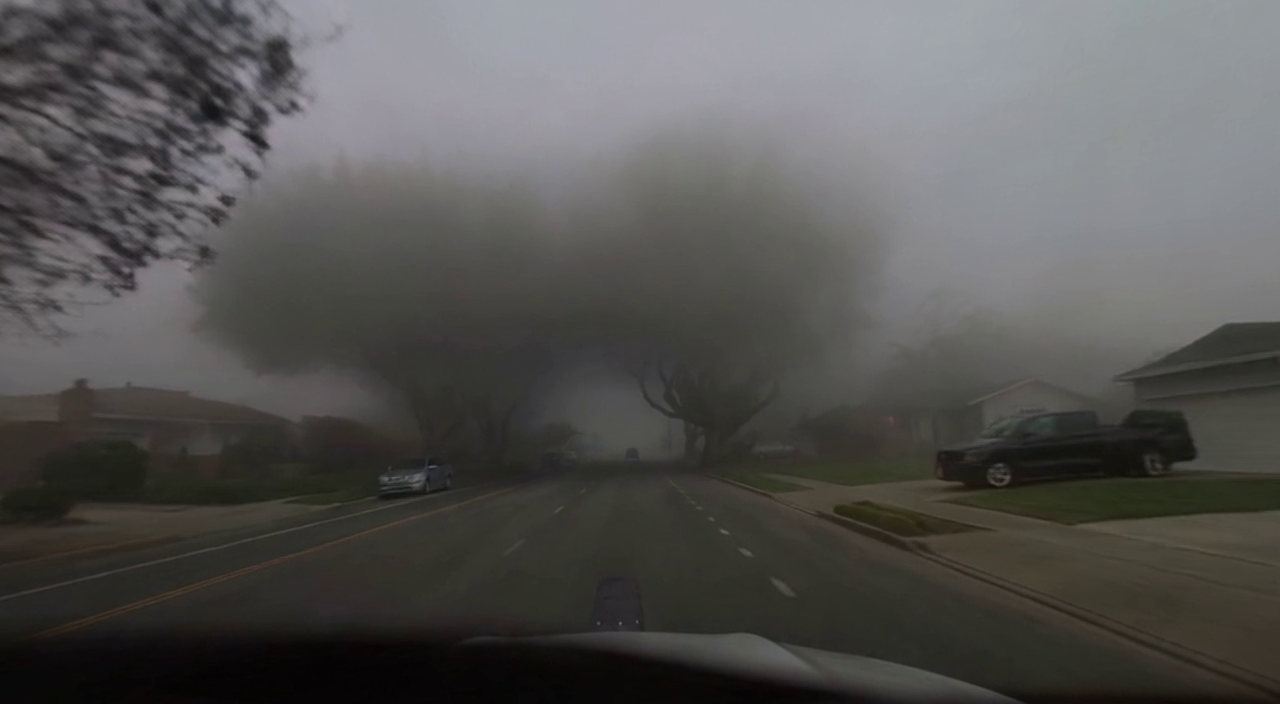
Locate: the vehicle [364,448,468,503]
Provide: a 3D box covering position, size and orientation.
[{"bbox_3d":[-7.581,4.216,21.901,1.973,1.500,4.781,-5,-9,-2],"label":"vehicle"}]

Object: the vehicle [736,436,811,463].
[{"bbox_3d":[8.925,6.565,42.545,4.535,1.697,1.968,0,-9,-1],"label":"vehicle"}]

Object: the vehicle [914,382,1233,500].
[{"bbox_3d":[9.035,1.910,13.580,5.221,1.958,1.992,-4,-9,0],"label":"vehicle"}]
